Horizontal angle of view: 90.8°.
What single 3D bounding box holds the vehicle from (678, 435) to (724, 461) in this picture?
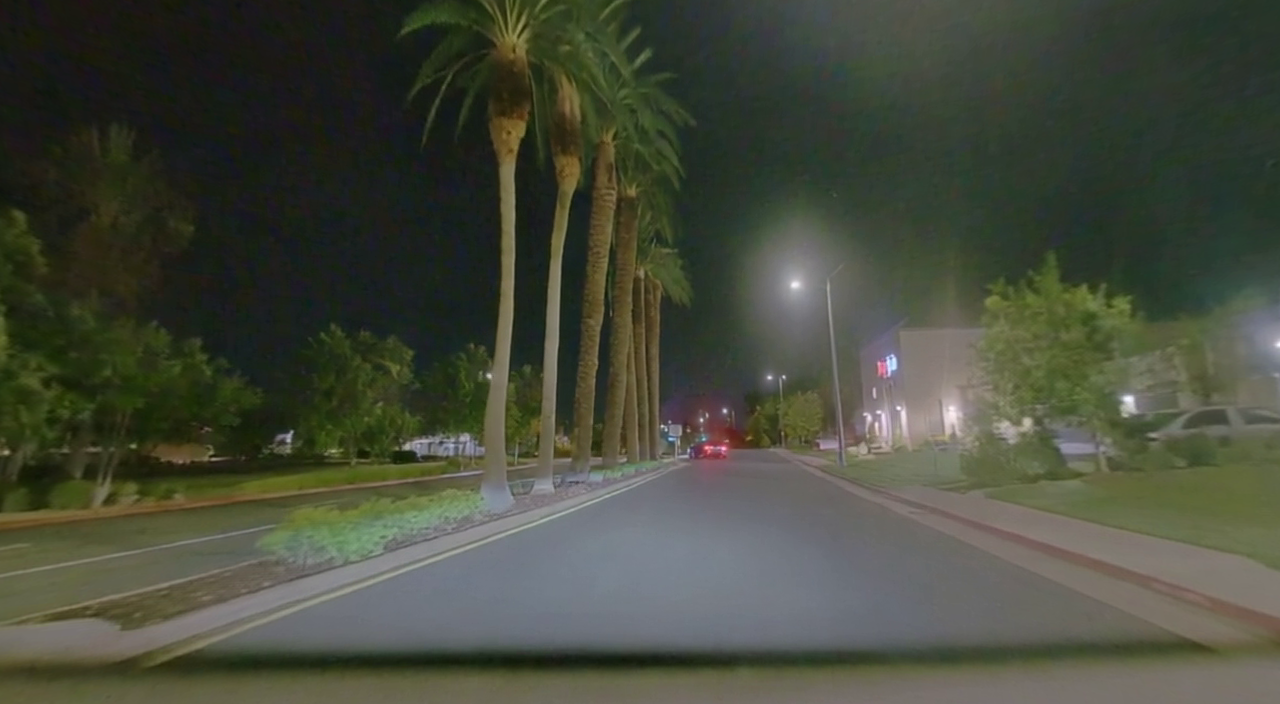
[{"bbox_3d":[4.681,7.459,49.217,2.174,1.863,4.651,2,-8,-13],"label":"vehicle"}]
